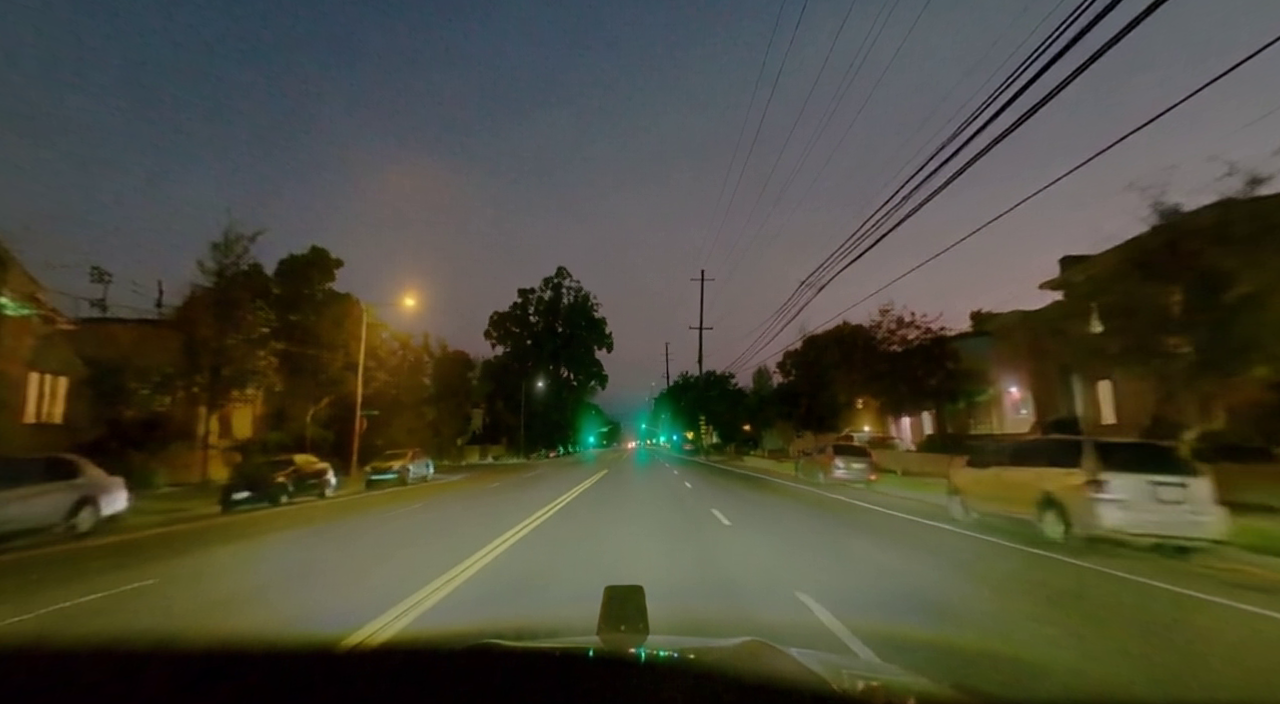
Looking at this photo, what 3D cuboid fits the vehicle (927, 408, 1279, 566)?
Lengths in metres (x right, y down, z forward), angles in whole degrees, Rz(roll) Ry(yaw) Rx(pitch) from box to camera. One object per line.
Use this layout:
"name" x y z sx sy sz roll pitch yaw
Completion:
"vehicle" 6.706 1.928 9.842 2.128 1.823 4.834 0 -8 0

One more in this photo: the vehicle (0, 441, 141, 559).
"vehicle" -10.466 2.316 9.895 1.974 1.696 4.336 -2 -8 -5

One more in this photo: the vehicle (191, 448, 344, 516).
"vehicle" -10.650 3.685 18.507 1.932 1.472 4.516 -3 -6 -2

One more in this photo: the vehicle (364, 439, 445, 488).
"vehicle" -10.403 4.917 28.184 1.984 1.762 4.266 -3 -6 0

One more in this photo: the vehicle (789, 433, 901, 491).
"vehicle" 6.764 3.682 21.463 2.194 1.741 4.800 0 -8 0
